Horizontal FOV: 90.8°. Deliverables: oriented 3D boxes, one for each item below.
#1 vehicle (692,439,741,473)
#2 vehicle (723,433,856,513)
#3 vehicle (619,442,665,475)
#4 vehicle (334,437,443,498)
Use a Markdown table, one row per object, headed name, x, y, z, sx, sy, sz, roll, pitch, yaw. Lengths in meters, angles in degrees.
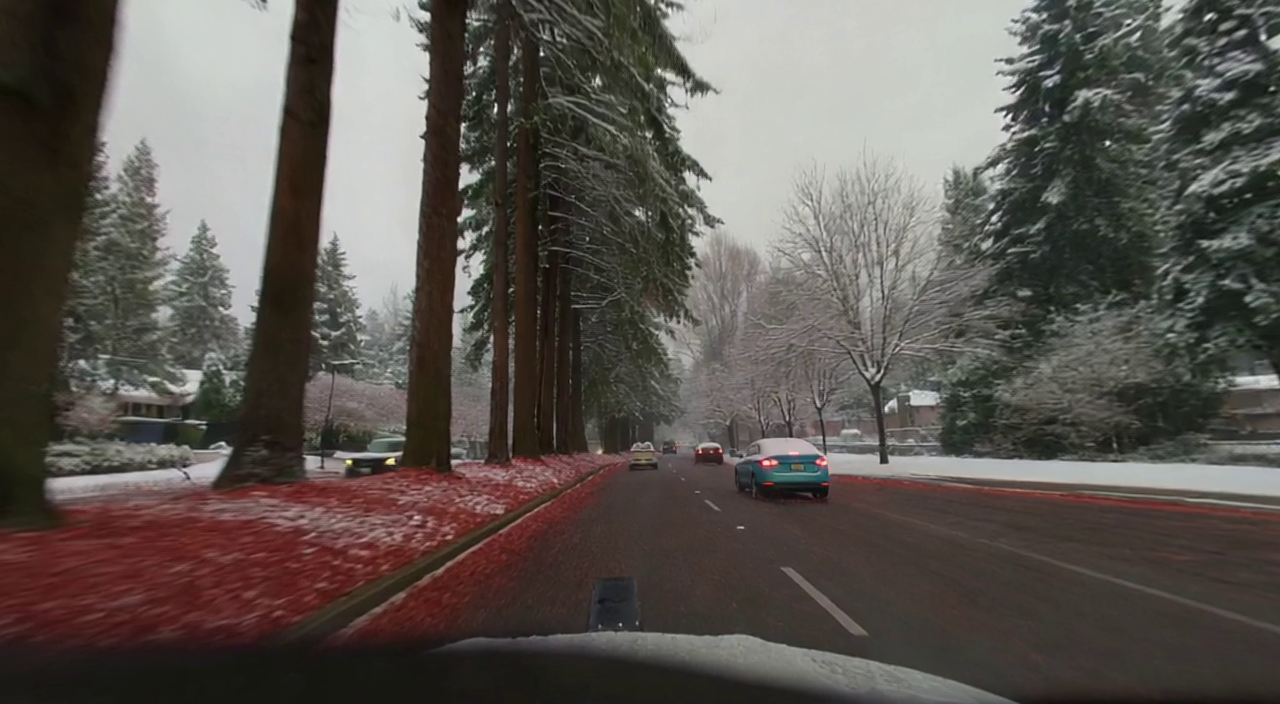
| name | x | y | z | sx | sy | sz | roll | pitch | yaw |
| --- | --- | --- | --- | --- | --- | --- | --- | --- | --- |
| vehicle | 3.888 | 5.367 | 32.856 | 2.074 | 1.652 | 4.340 | 0 | -8 | 1 |
| vehicle | 3.169 | 2.649 | 14.307 | 1.985 | 1.529 | 4.147 | 0 | -8 | 0 |
| vehicle | 0.135 | 5.118 | 30.512 | 2.082 | 1.473 | 4.028 | 0 | -8 | 2 |
| vehicle | -8.652 | 3.985 | 22.245 | 2.066 | 1.890 | 4.695 | 0 | -8 | -3 |
